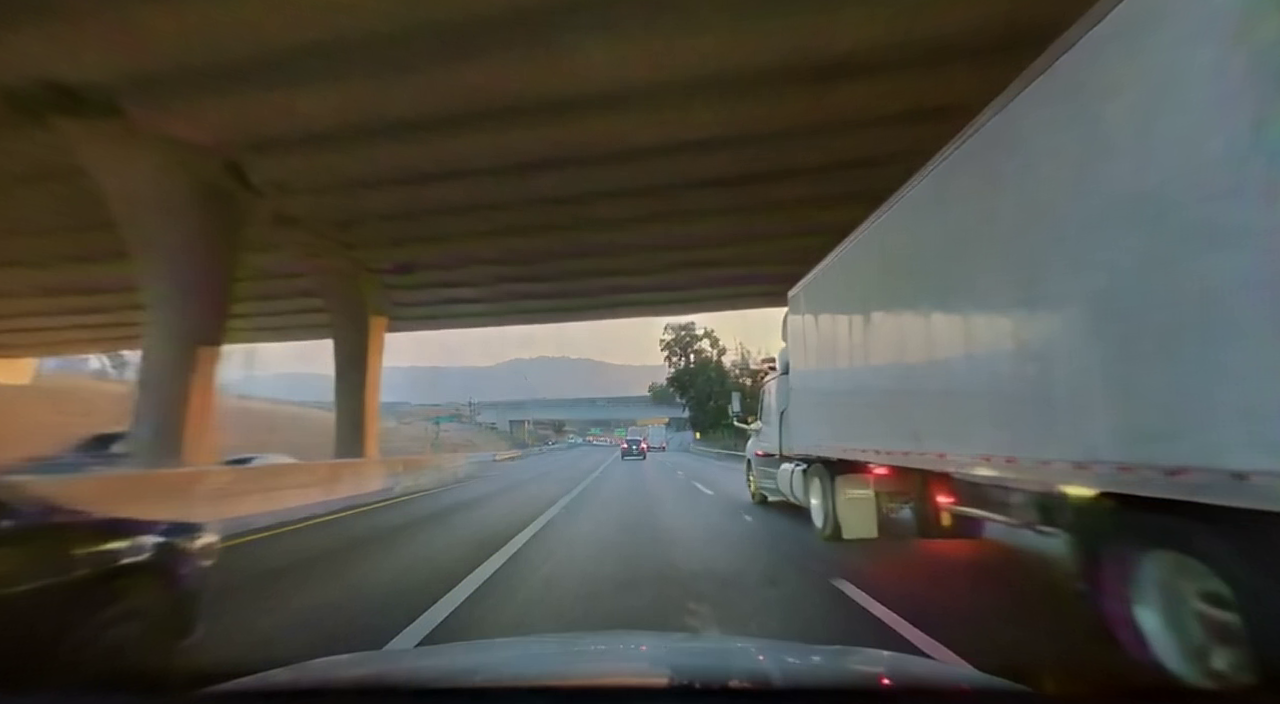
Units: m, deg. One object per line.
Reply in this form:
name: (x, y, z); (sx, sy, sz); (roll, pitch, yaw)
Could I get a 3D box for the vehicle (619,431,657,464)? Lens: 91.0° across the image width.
vehicle: (-0.203, 6.407, 42.361); (2.456, 2.007, 4.728); (0, -8, -2)

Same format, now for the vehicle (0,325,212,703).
vehicle: (-3.606, 0.631, 1.287); (2.326, 1.761, 4.450); (0, -8, -1)

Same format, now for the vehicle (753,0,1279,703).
vehicle: (3.848, 0.173, 5.737); (3.469, 3.881, 10.805); (0, -8, -1)
